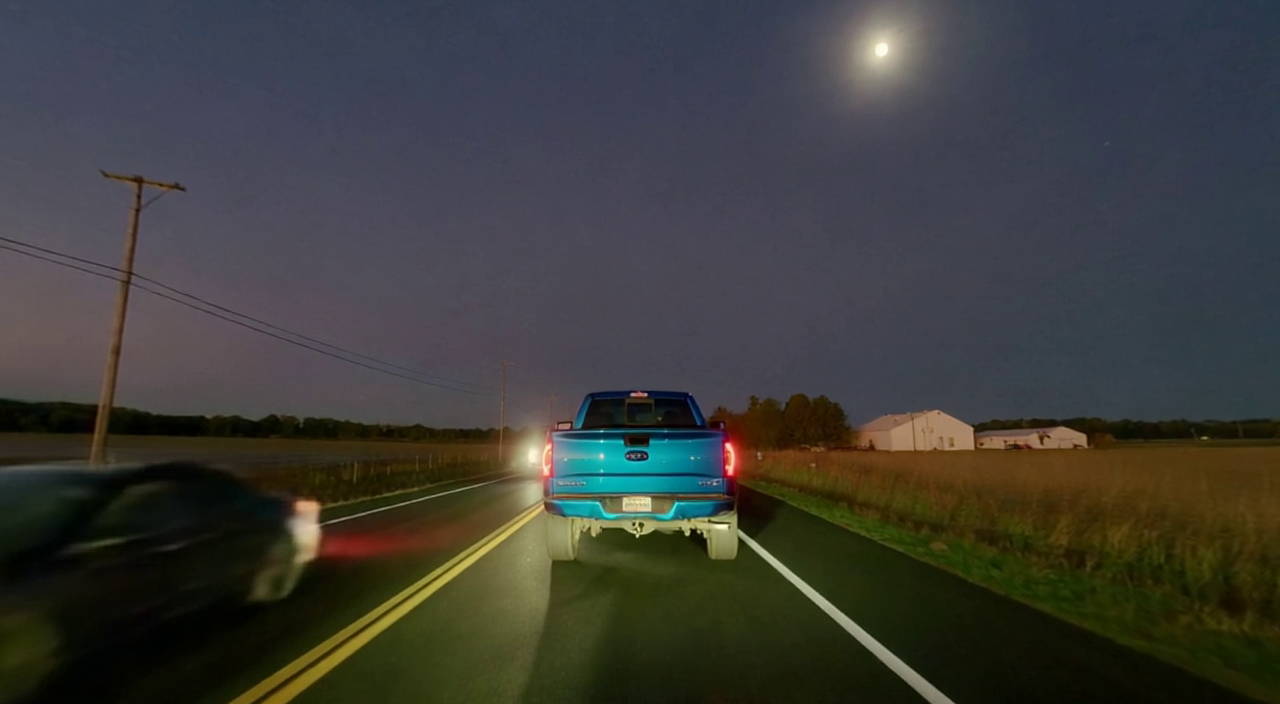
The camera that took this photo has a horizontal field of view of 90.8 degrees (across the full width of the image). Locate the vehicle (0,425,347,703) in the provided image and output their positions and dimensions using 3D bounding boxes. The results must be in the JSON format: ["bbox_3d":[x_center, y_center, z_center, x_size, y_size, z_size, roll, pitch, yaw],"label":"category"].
[{"bbox_3d":[-4.072,1.287,4.352,2.014,1.459,4.349,0,-8,0],"label":"vehicle"}]

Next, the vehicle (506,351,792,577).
[{"bbox_3d":[-0.002,1.673,10.203,2.912,2.320,7.292,0,-8,-2],"label":"vehicle"}]
